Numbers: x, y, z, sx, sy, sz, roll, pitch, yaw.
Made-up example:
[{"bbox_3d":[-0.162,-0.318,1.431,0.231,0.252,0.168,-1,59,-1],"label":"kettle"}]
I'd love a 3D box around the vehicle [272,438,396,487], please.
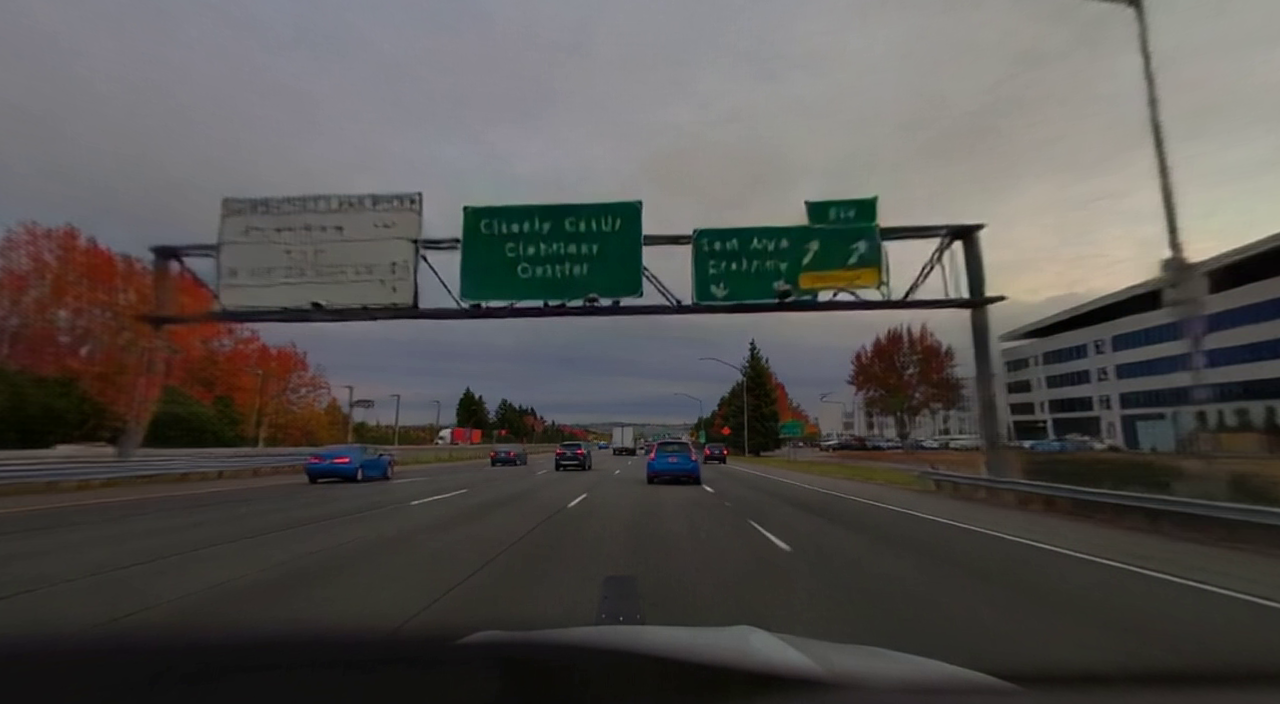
[{"bbox_3d":[-10.713,3.886,22.490,2.006,1.509,4.634,0,-9,1],"label":"vehicle"}]

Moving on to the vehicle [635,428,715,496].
[{"bbox_3d":[0.990,3.233,18.787,2.101,1.742,4.495,0,-9,2],"label":"vehicle"}]

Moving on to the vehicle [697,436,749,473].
[{"bbox_3d":[4.337,5.440,33.579,2.193,1.778,4.488,0,-9,0],"label":"vehicle"}]

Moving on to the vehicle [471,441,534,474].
[{"bbox_3d":[-6.885,5.337,32.087,2.057,1.496,4.661,0,-9,1],"label":"vehicle"}]

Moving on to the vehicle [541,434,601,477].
[{"bbox_3d":[-2.995,4.621,28.294,2.111,1.742,4.315,0,-9,2],"label":"vehicle"}]
